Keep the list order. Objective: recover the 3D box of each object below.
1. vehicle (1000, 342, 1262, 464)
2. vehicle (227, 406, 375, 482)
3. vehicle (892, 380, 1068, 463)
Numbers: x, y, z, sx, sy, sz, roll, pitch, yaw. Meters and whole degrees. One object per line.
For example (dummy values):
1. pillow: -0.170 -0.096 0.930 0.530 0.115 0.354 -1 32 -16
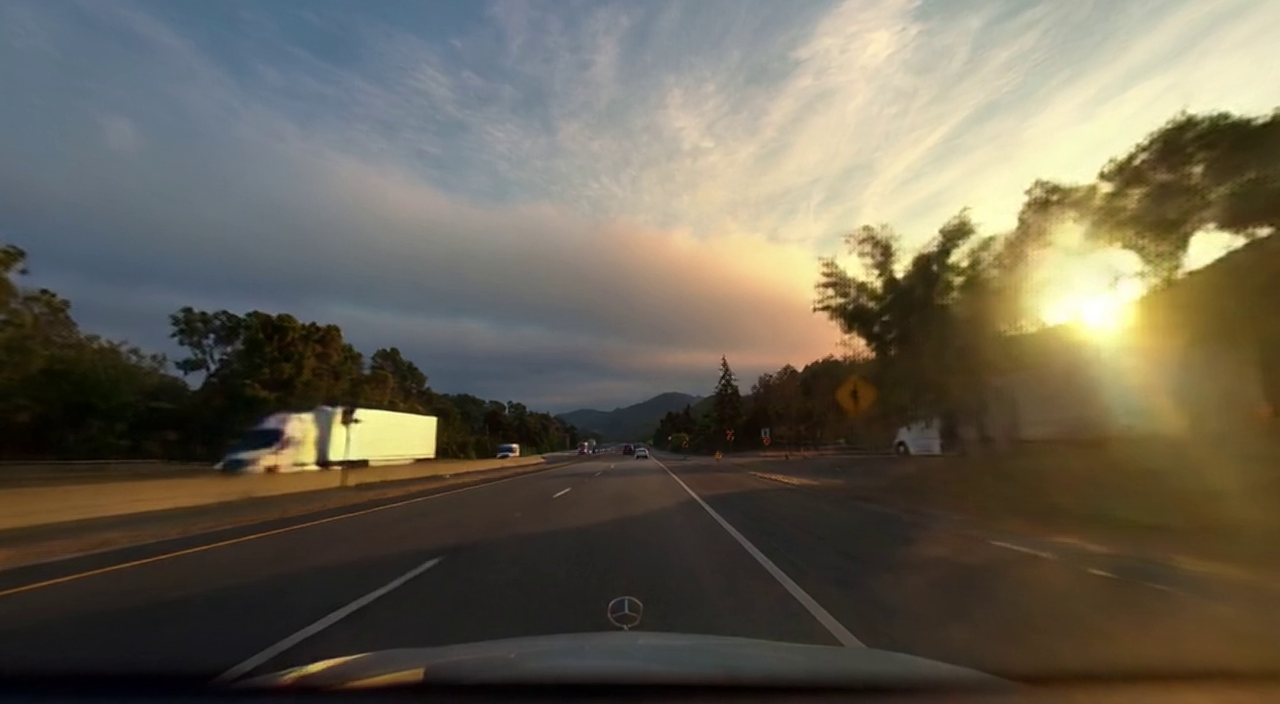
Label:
1. vehicle: 19.213 2.419 25.880 2.763 4.126 9.013 1 -9 -5
2. vehicle: -18.614 5.276 35.711 2.900 3.682 9.791 0 -9 0
3. vehicle: 18.284 4.115 35.266 3.038 3.945 10.598 1 -9 -6
